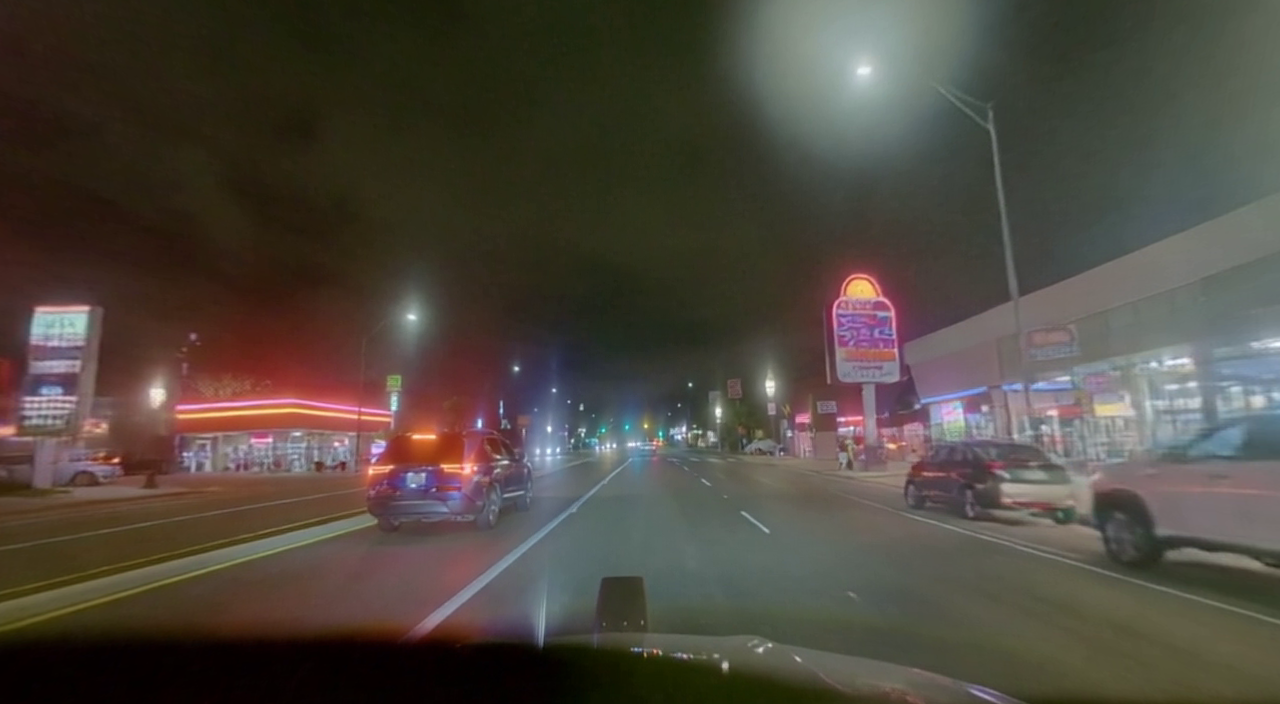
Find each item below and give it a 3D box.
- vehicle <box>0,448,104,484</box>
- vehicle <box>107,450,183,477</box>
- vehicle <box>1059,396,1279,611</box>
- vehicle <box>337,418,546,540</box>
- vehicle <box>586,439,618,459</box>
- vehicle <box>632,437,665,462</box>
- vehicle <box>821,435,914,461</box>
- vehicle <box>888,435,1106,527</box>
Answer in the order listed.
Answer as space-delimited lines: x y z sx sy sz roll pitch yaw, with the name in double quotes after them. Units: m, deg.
-31.025 5.958 33.130 4.589 1.779 2.154 -3 -9 20 "vehicle"
-32.318 7.275 41.130 4.435 1.483 1.990 -5 -8 23 "vehicle"
6.481 1.304 5.503 2.129 1.802 5.084 0 -9 0 "vehicle"
-3.052 2.076 10.912 2.049 1.646 4.445 -1 -9 2 "vehicle"
-2.809 7.270 47.277 1.950 1.450 4.257 -1 -9 2 "vehicle"
0.573 6.351 41.124 2.037 1.484 4.073 0 -9 0 "vehicle"
13.449 5.703 37.411 4.707 1.485 1.948 0 -9 -2 "vehicle"
6.728 2.444 12.513 1.896 1.497 4.032 0 -9 -1 "vehicle"
